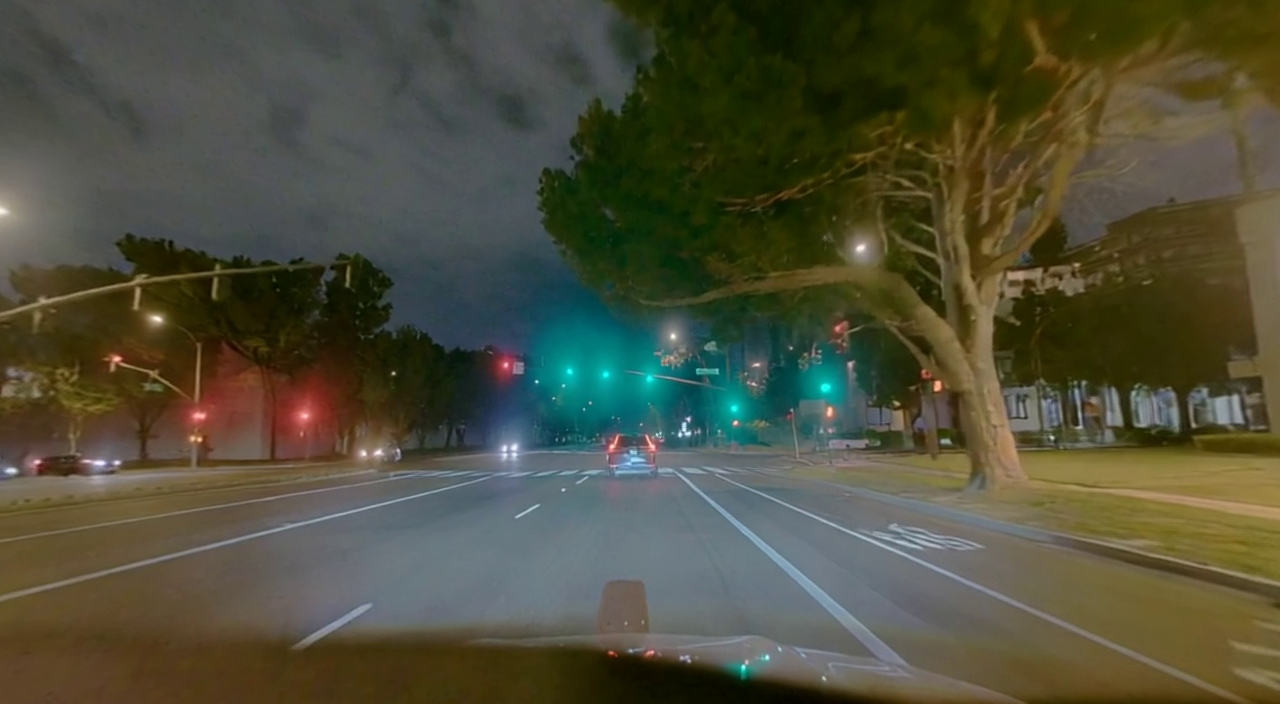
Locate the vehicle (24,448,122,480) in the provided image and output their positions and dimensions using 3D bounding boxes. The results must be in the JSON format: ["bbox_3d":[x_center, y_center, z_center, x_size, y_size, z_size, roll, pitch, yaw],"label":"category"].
[{"bbox_3d":[-29.100,5.711,32.352,4.504,1.524,2.226,-5,-10,28],"label":"vehicle"}]

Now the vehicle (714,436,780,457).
[{"bbox_3d":[8.028,7.090,47.432,4.465,1.506,2.028,-4,-9,24],"label":"vehicle"}]

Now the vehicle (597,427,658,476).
[{"bbox_3d":[-0.464,3.869,24.656,2.169,1.751,4.276,0,-8,-1],"label":"vehicle"}]
